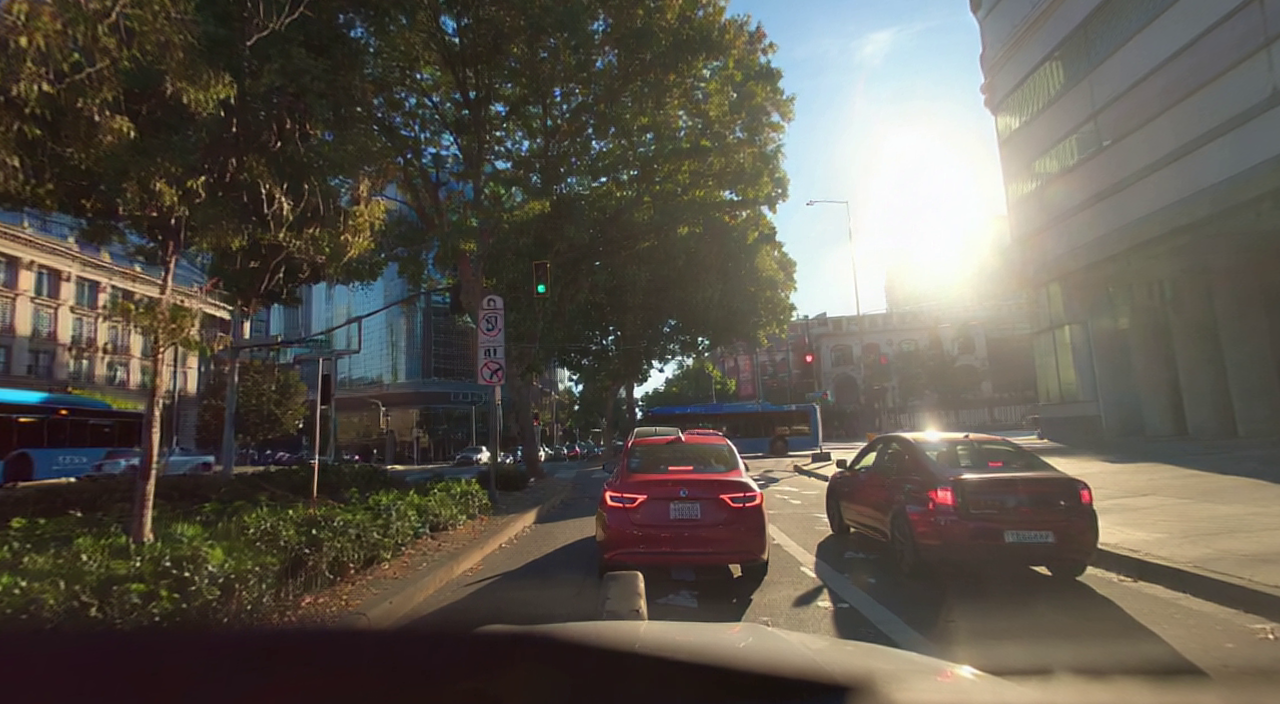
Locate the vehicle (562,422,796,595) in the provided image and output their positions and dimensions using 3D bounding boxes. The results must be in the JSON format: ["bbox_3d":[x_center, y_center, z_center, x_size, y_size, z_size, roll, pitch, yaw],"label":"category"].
[{"bbox_3d":[0.370,1.633,7.400,2.006,1.470,3.799,0,-8,1],"label":"vehicle"}]

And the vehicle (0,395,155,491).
[{"bbox_3d":[-25.937,3.649,25.339,2.692,3.685,10.153,-3,-9,20],"label":"vehicle"}]

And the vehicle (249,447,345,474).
[{"bbox_3d":[-20.261,6.384,37.597,1.883,1.461,4.830,-4,-9,23],"label":"vehicle"}]

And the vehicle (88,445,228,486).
[{"bbox_3d":[-21.335,4.998,28.234,1.892,1.645,4.561,-3,-9,21],"label":"vehicle"}]
